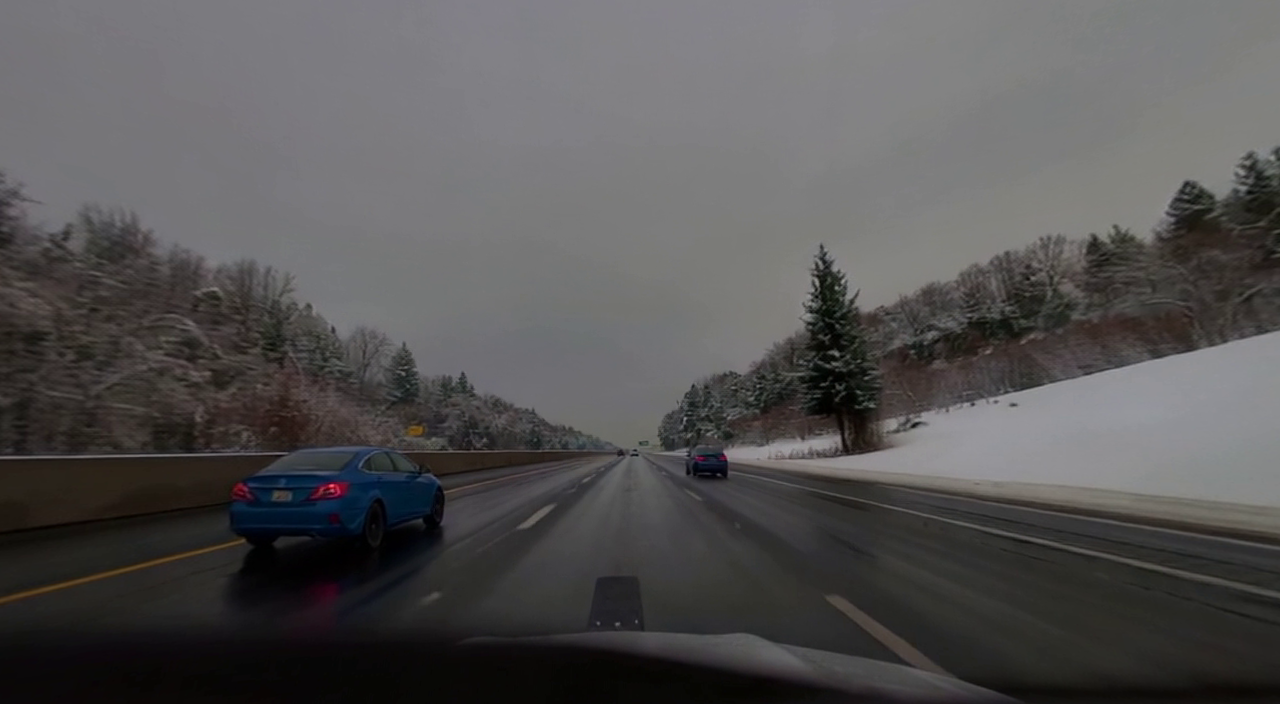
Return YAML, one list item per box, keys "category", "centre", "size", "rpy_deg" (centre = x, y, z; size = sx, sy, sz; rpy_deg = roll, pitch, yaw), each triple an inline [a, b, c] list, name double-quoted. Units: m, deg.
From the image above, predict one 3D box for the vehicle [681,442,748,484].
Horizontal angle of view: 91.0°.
- category: "vehicle"
  centre: [3.037, 4.651, 26.704]
  size: [2.146, 1.573, 4.661]
  rpy_deg: [0, -9, -1]

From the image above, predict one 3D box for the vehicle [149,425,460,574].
- category: "vehicle"
  centre: [-4.201, 1.904, 8.947]
  size: [2.010, 1.550, 4.376]
  rpy_deg: [0, -9, 0]
